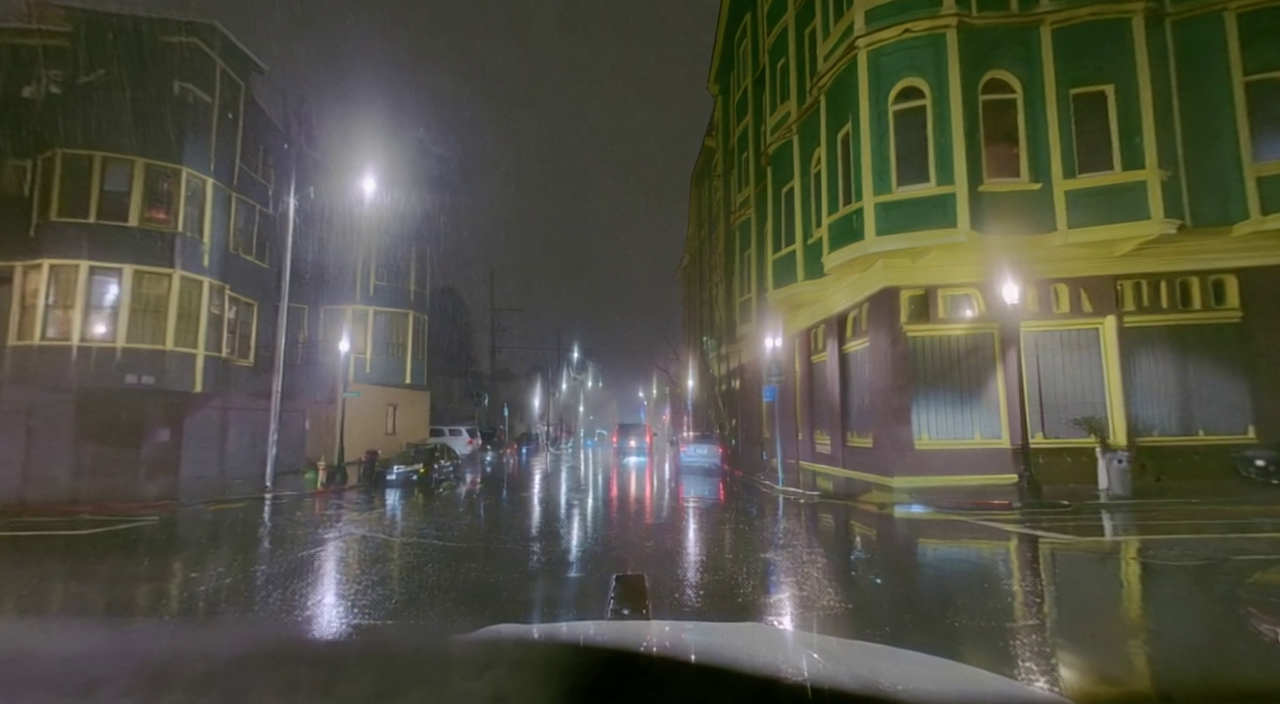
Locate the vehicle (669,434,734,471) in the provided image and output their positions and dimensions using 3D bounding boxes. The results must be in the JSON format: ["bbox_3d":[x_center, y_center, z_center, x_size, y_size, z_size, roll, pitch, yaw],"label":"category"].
[{"bbox_3d":[2.528,4.297,27.100,2.290,1.456,4.503,0,-9,-1],"label":"vehicle"}]

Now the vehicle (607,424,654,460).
[{"bbox_3d":[-0.508,4.924,34.428,2.412,1.834,4.636,0,-8,-1],"label":"vehicle"}]

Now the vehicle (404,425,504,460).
[{"bbox_3d":[-11.445,5.588,38.870,5.540,1.950,2.113,4,-12,-28],"label":"vehicle"}]

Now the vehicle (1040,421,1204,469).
[{"bbox_3d":[15.278,2.965,20.132,3.752,1.453,1.709,0,-9,2],"label":"vehicle"}]
